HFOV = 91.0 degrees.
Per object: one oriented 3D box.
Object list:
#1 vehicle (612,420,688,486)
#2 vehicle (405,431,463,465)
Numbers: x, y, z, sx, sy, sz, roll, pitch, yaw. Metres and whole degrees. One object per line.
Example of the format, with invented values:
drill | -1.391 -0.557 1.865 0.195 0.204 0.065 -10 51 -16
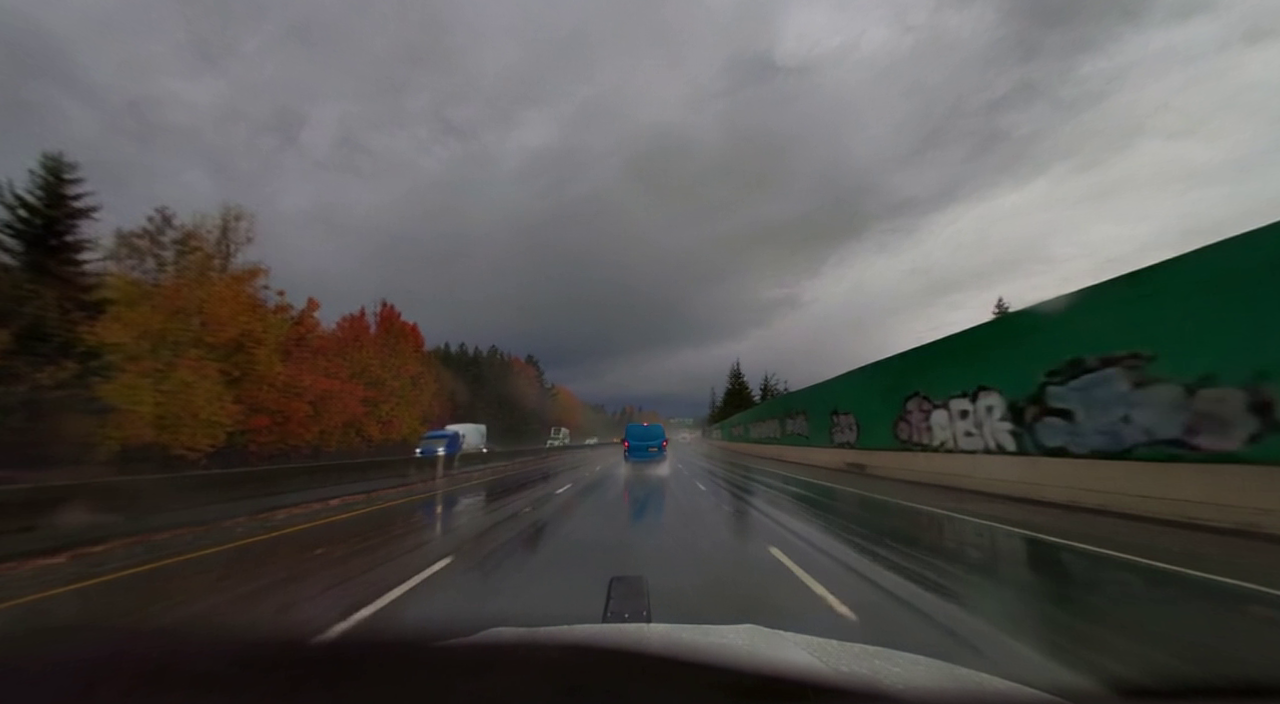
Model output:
vehicle | 0.291 3.335 21.076 2.283 1.956 4.421 0 -8 0
vehicle | -16.241 7.596 49.880 2.401 2.471 5.918 0 -8 2
